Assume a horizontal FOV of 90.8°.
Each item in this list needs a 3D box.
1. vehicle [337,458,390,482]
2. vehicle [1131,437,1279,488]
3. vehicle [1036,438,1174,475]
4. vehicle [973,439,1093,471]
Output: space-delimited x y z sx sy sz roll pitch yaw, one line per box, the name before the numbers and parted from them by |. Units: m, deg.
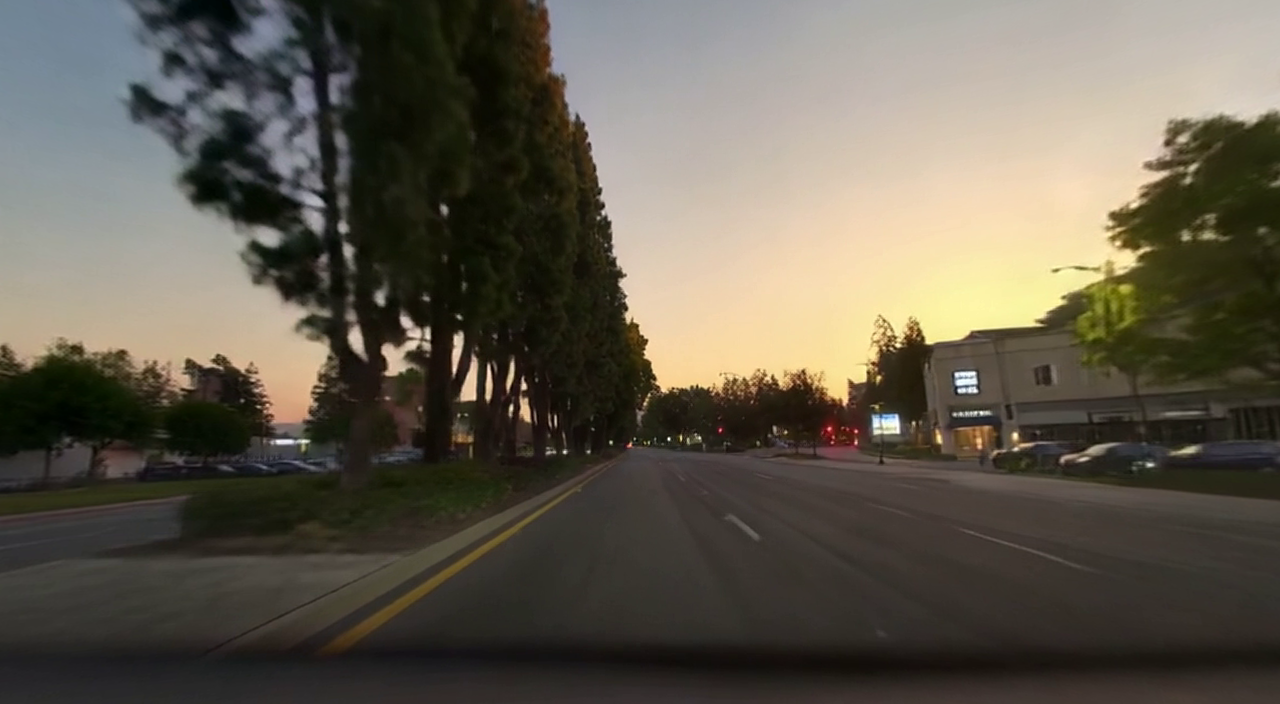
vehicle | -19.474 8.336 44.753 1.889 1.497 4.478 -3 -9 -2
vehicle | 19.935 3.888 22.187 3.717 1.364 1.861 -5 -11 -1
vehicle | 20.177 4.565 27.580 4.333 1.507 2.101 0 -9 0
vehicle | 20.302 5.338 32.834 4.762 1.550 2.089 -1 -9 3
